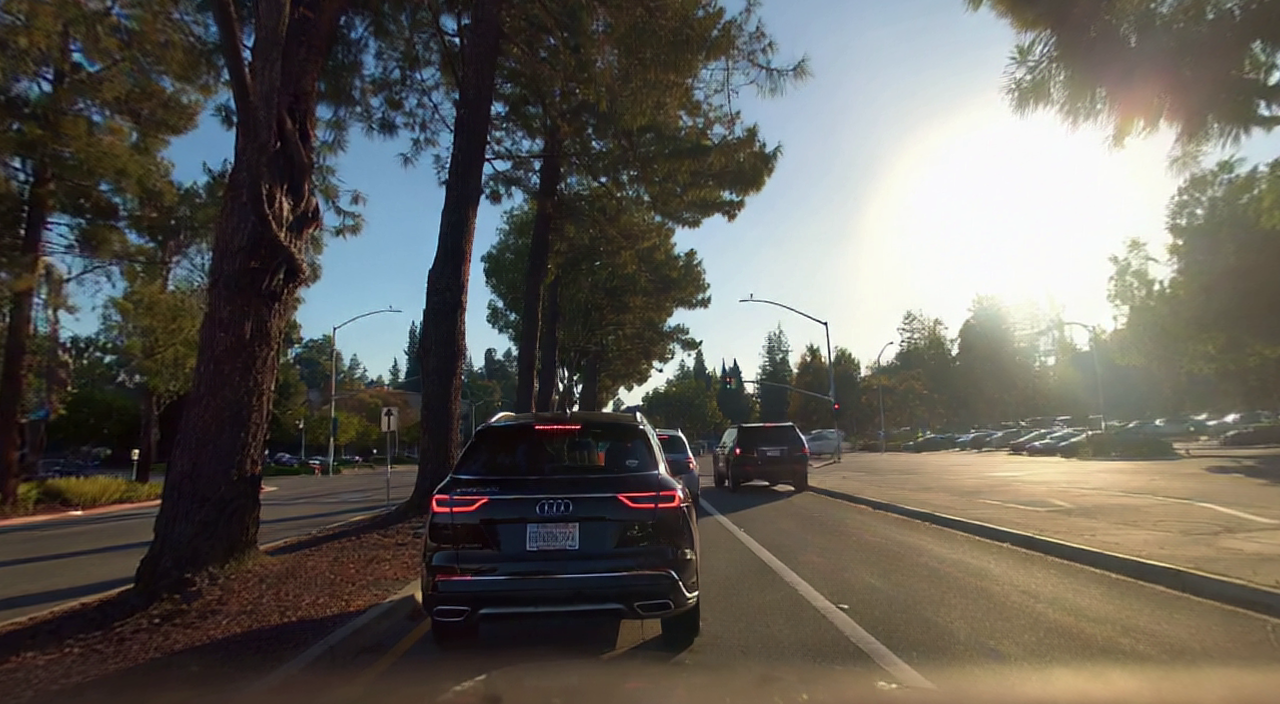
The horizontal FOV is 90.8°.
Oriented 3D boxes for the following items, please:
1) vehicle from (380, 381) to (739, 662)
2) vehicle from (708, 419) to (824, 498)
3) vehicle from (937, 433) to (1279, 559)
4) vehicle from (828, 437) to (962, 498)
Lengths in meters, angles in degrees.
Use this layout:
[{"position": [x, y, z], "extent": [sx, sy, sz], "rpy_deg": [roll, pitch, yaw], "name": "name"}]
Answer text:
[{"position": [-0.438, 1.349, 6.086], "extent": [2.201, 1.709, 4.271], "rpy_deg": [0, -9, 2], "name": "vehicle"}, {"position": [3.351, 2.979, 17.954], "extent": [2.200, 1.909, 4.853], "rpy_deg": [0, -9, -1], "name": "vehicle"}, {"position": [6.582, 2.013, 9.657], "extent": [1.894, 1.445, 4.565], "rpy_deg": [0, -9, 1], "name": "vehicle"}, {"position": [6.955, 3.186, 17.801], "extent": [1.890, 1.489, 4.415], "rpy_deg": [0, -9, -1], "name": "vehicle"}]
